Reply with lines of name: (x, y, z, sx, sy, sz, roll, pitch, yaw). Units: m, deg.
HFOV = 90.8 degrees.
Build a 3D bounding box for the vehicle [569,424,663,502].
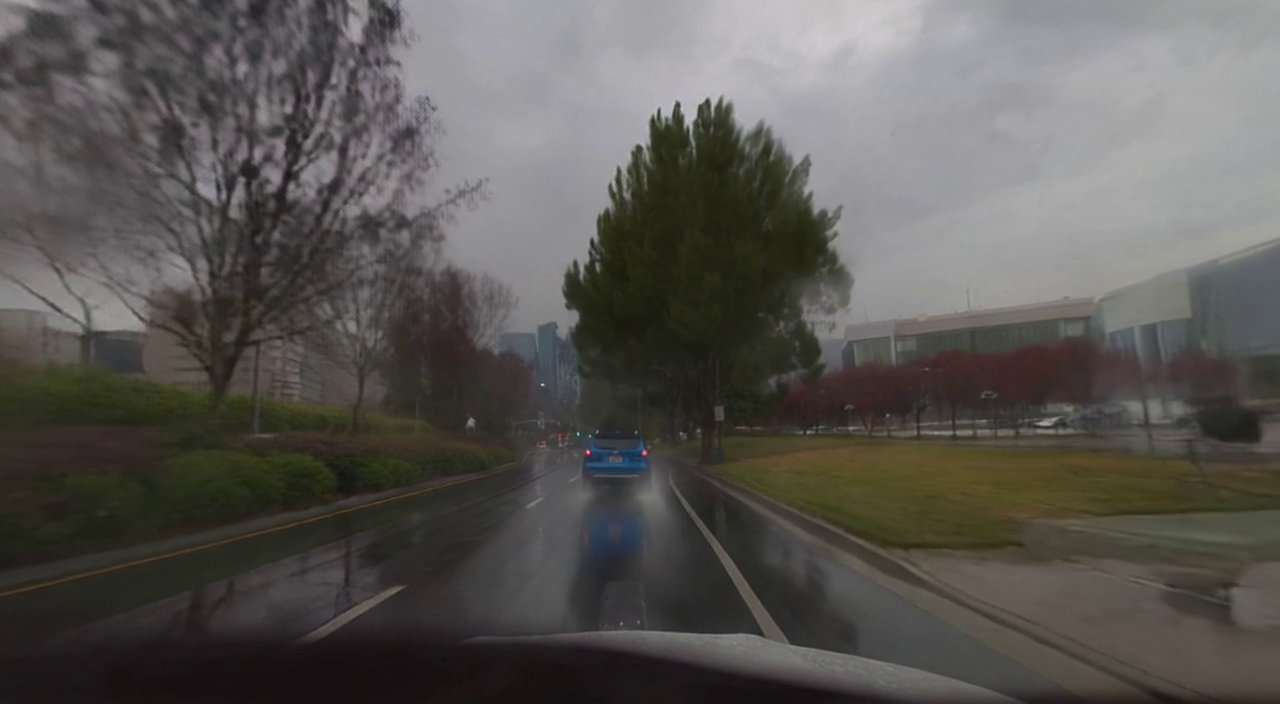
vehicle: (-0.578, 2.845, 16.548, 2.131, 1.761, 4.242, 0, -8, -1)
